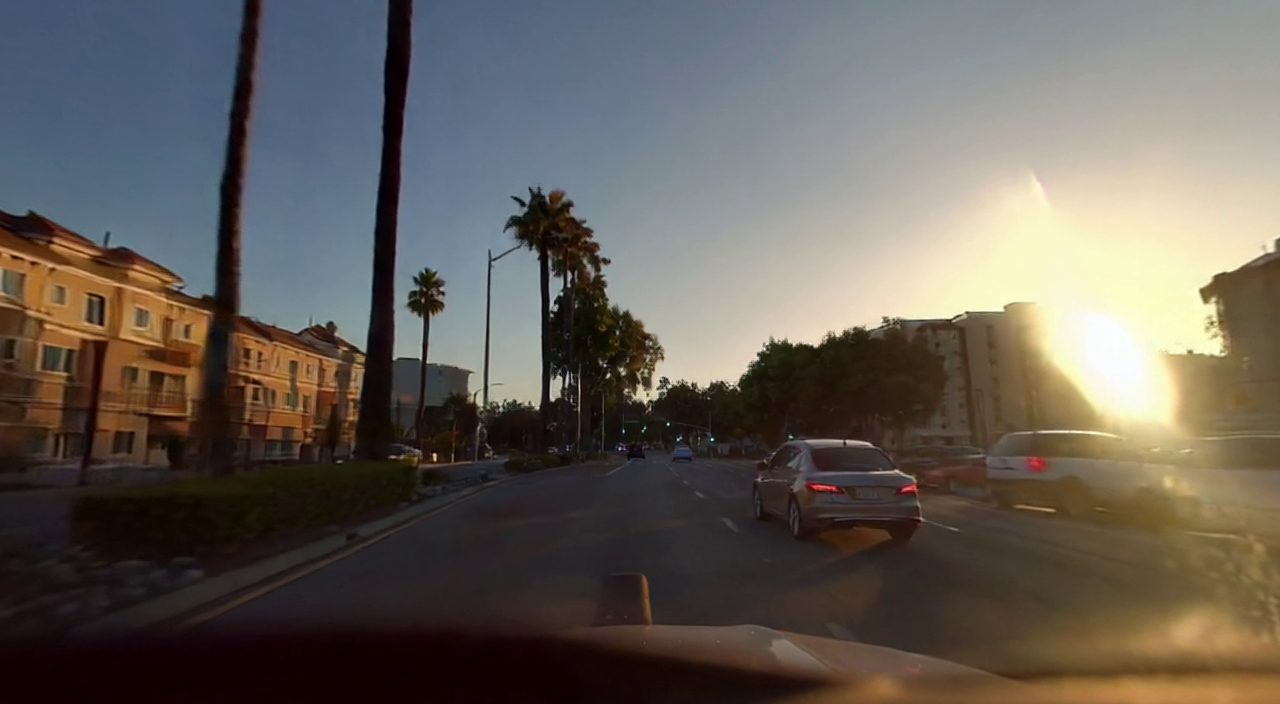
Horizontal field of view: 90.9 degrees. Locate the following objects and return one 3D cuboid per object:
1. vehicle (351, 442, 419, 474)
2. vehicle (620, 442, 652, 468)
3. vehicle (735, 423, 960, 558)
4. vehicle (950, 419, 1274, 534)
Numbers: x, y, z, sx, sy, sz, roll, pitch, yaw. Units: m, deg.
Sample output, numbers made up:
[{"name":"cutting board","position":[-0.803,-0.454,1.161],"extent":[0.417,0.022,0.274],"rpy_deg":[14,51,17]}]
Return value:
[{"name":"vehicle","position":[-15.643,6.522,39.050],"extent":[2.180,1.830,4.924],"rpy_deg":[0,-9,-1]},{"name":"vehicle","position":[-0.221,7.148,43.968],"extent":[2.087,1.709,4.076],"rpy_deg":[0,-9,1]},{"name":"vehicle","position":[2.879,2.026,9.924],"extent":[2.009,1.639,4.267],"rpy_deg":[0,-9,-1]},{"name":"vehicle","position":[10.010,2.704,14.475],"extent":[2.618,2.048,6.195],"rpy_deg":[0,-9,0]}]
